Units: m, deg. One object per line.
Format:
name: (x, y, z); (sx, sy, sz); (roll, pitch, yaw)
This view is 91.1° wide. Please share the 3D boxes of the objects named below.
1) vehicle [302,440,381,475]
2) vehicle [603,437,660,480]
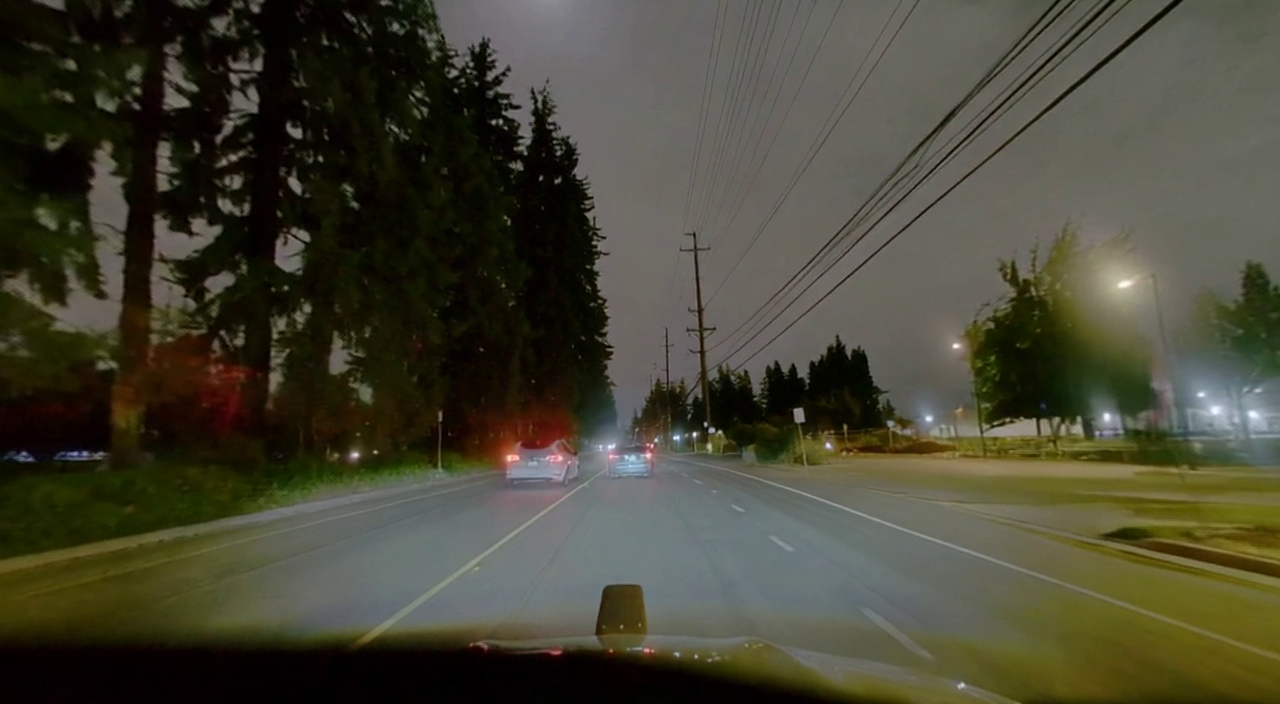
vehicle: (-16.119, 5.697, 34.221); (2.061, 1.772, 4.501); (0, -8, 1)
vehicle: (-0.284, 4.027, 24.025); (1.991, 1.463, 3.988); (0, -8, 0)
